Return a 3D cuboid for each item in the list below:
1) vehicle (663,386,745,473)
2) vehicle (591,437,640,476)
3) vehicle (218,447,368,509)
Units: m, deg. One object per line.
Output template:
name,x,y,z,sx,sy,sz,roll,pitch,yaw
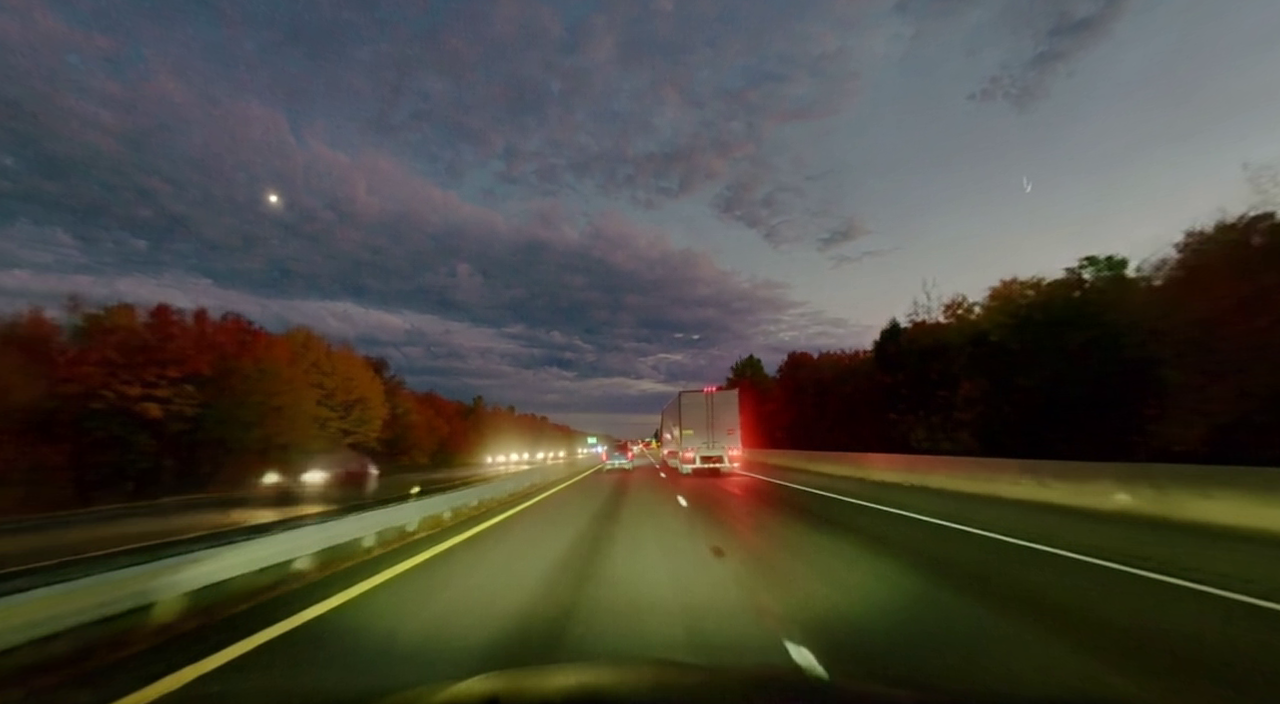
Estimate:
vehicle,3.254,4.683,36.445,3.068,4.042,13.787,0,-9,-1
vehicle,-1.084,4.927,29.713,2.151,1.693,4.201,-1,-9,-1
vehicle,-9.818,3.554,18.168,1.946,1.550,4.142,-1,-9,0
